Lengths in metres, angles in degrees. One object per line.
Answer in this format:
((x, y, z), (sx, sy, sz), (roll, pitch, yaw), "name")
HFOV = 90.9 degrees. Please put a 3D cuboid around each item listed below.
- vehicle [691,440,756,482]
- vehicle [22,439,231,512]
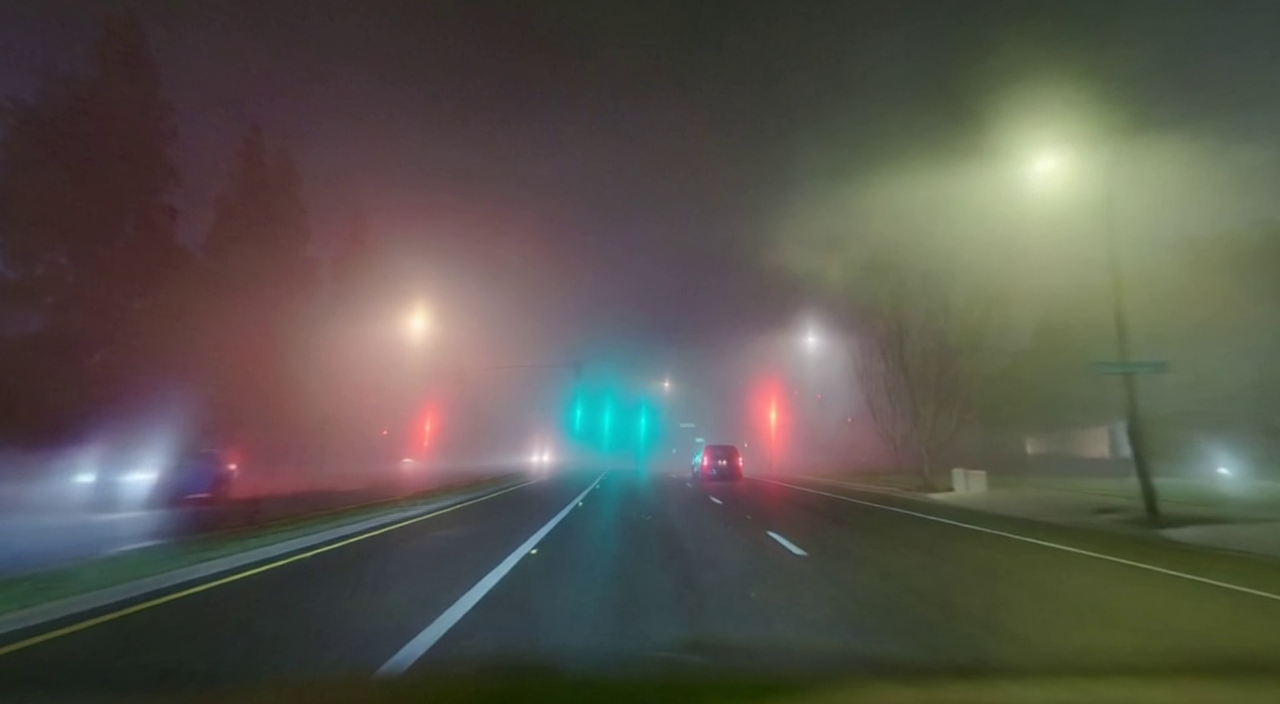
((3.730, 4.963, 29.023), (2.240, 1.781, 4.433), (0, -9, -2), "vehicle")
((-13.384, 3.201, 16.881), (1.925, 1.670, 4.371), (0, -9, -1), "vehicle")
